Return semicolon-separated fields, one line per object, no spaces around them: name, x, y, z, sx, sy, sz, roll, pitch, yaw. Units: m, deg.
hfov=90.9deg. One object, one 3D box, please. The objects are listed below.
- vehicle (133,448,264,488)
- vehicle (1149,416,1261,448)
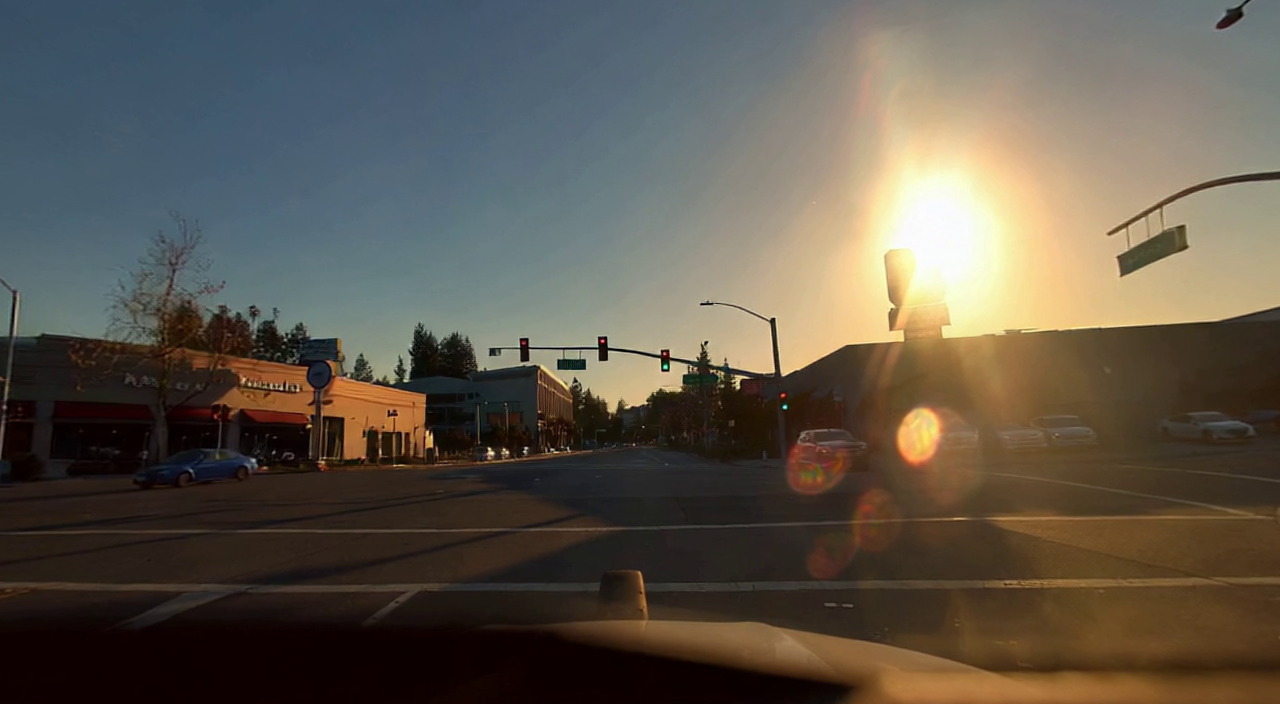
vehicle;-18.424;4.832;26.629;1.919;1.513;4.604;-1;-8;4
vehicle;28.270;4.067;31.722;1.799;1.459;4.266;-1;-8;3
